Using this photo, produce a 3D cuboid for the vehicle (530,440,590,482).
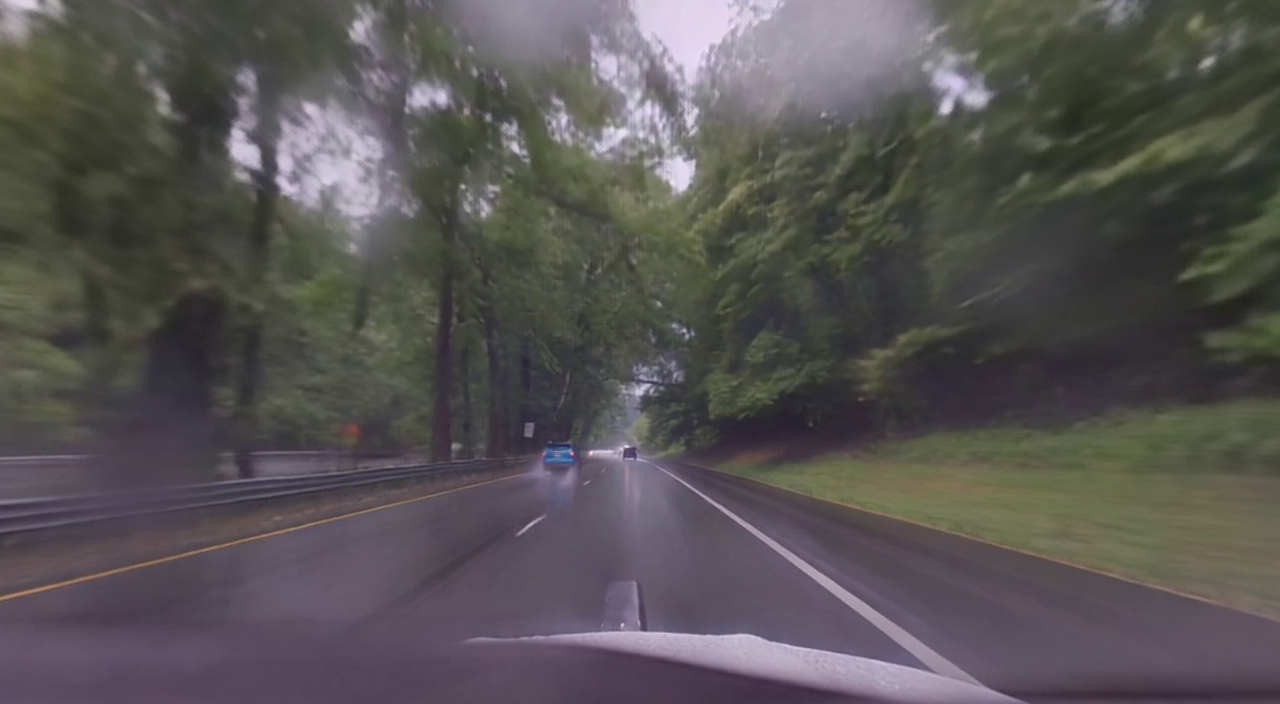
[{"bbox_3d":[-3.556,4.970,28.902,2.135,1.755,4.476,0,-9,0],"label":"vehicle"}]
